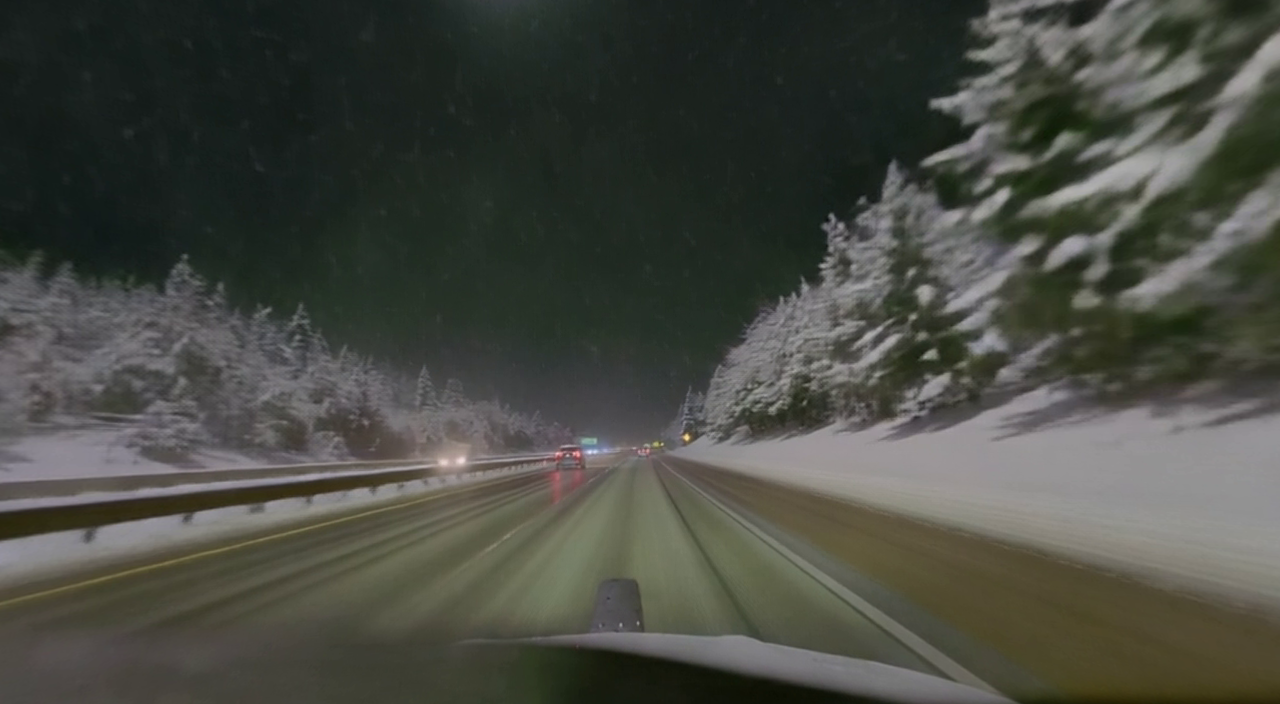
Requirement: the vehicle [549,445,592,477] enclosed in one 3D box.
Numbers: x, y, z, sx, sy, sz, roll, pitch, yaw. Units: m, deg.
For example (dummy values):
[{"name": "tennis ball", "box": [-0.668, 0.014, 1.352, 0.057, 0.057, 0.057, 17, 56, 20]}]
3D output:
[{"name": "vehicle", "box": [-3.744, 5.946, 34.676, 1.846, 1.600, 4.108, 0, -9, 0]}]
